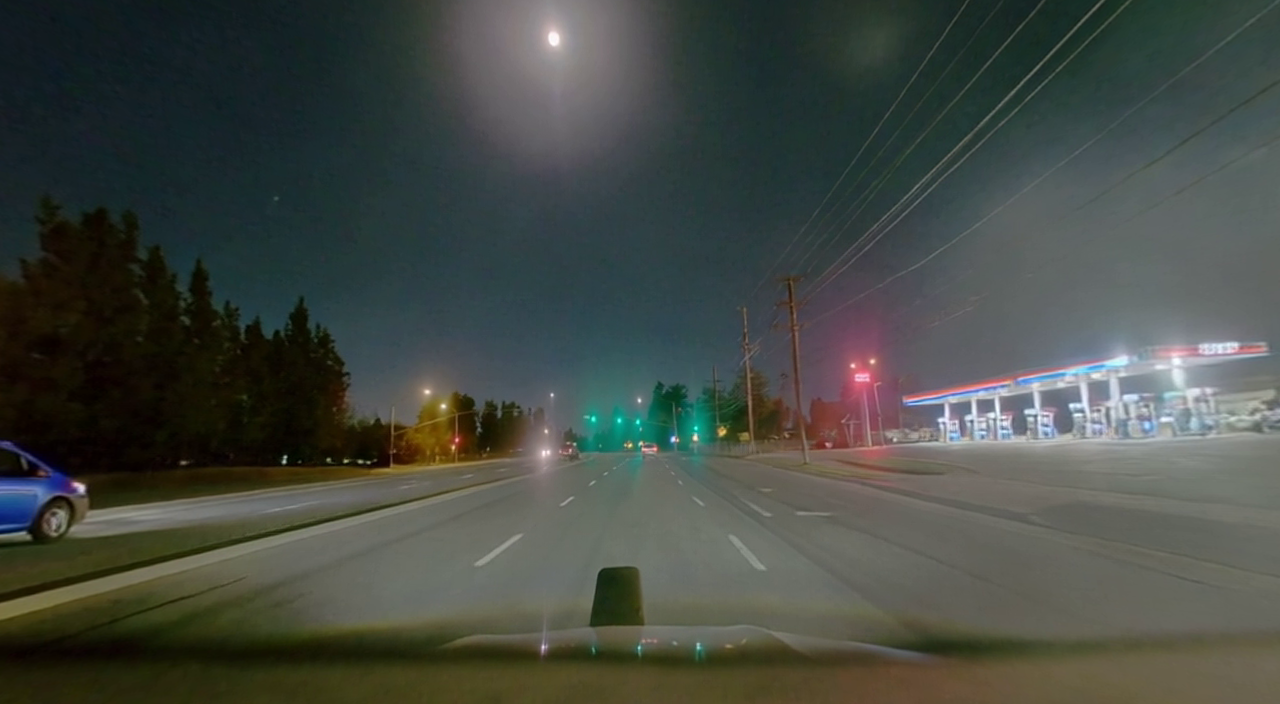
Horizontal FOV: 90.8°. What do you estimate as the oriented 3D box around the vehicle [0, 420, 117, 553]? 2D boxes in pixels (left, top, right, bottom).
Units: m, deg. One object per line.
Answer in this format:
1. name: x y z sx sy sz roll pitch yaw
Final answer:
1. vehicle: -10.038 1.792 8.219 2.149 1.848 4.961 0 -9 1
